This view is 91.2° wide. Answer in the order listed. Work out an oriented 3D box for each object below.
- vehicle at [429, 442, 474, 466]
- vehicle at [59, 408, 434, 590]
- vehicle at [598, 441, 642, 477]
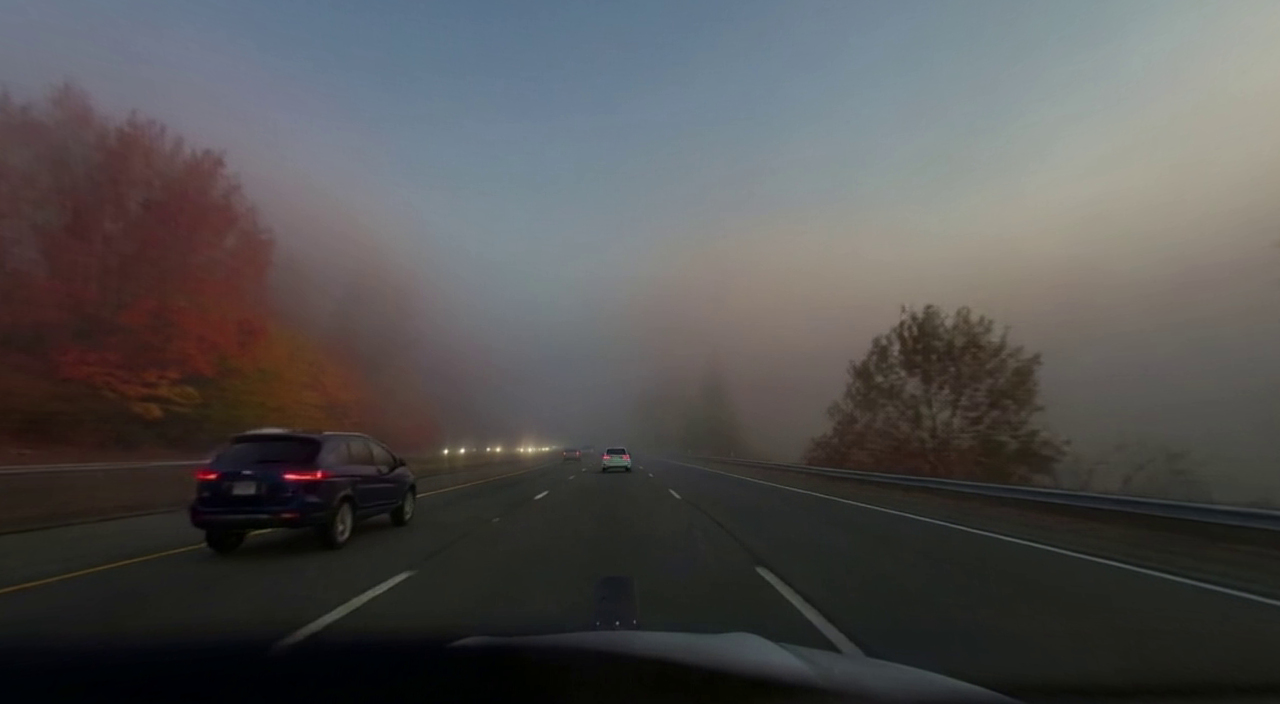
[{"bbox_3d":[-13.893,7.543,46.480,2.045,1.647,4.454,0,-9,-1],"label":"vehicle"},{"bbox_3d":[-4.500,1.756,8.344,1.974,1.688,4.727,0,-9,-1],"label":"vehicle"},{"bbox_3d":[-1.010,5.391,31.783,2.115,1.661,4.049,0,-9,-2],"label":"vehicle"}]
